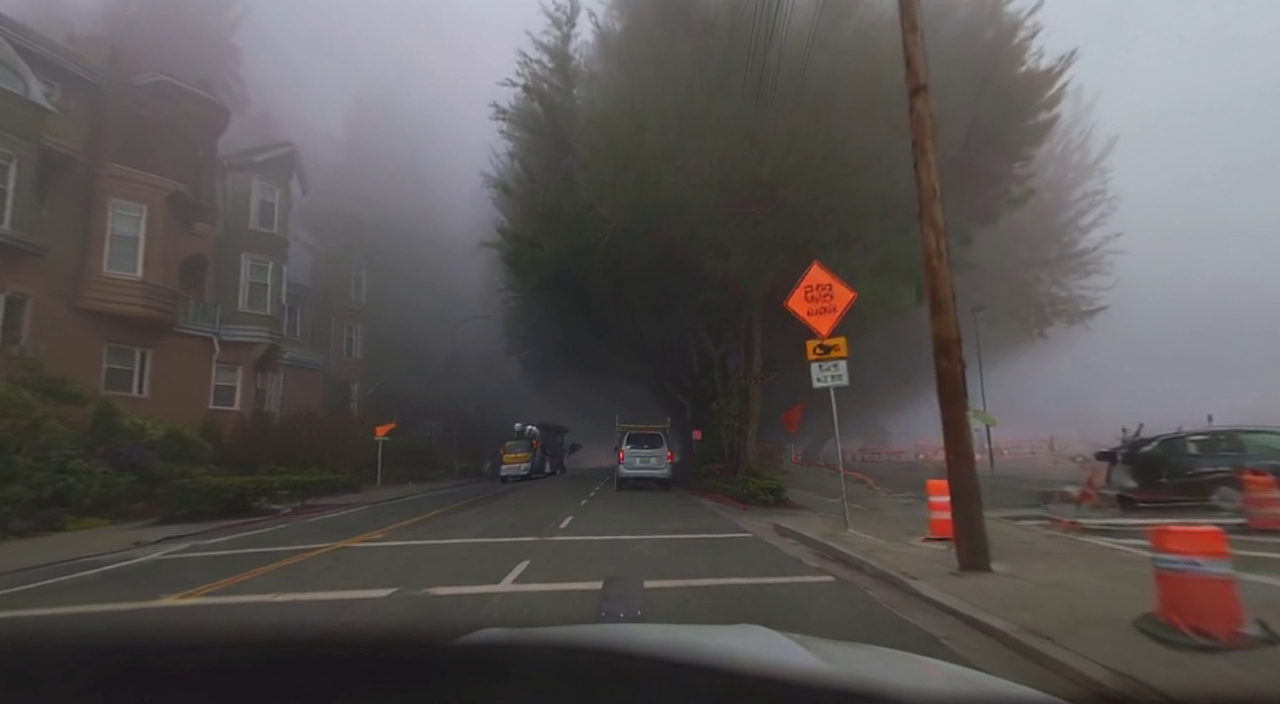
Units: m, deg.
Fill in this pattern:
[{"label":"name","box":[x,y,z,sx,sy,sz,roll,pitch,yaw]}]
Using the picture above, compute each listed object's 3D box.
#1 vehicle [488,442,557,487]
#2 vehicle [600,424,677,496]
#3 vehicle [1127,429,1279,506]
[{"label":"vehicle","box":[-6.096,5.898,33.585,2.502,2.163,5.833,0,-9,0]},{"label":"vehicle","box":[-0.064,3.445,20.480,2.169,2.015,5.206,0,-9,0]},{"label":"vehicle","box":[13.169,2.336,12.957,4.567,1.448,1.890,-1,-9,8]}]
